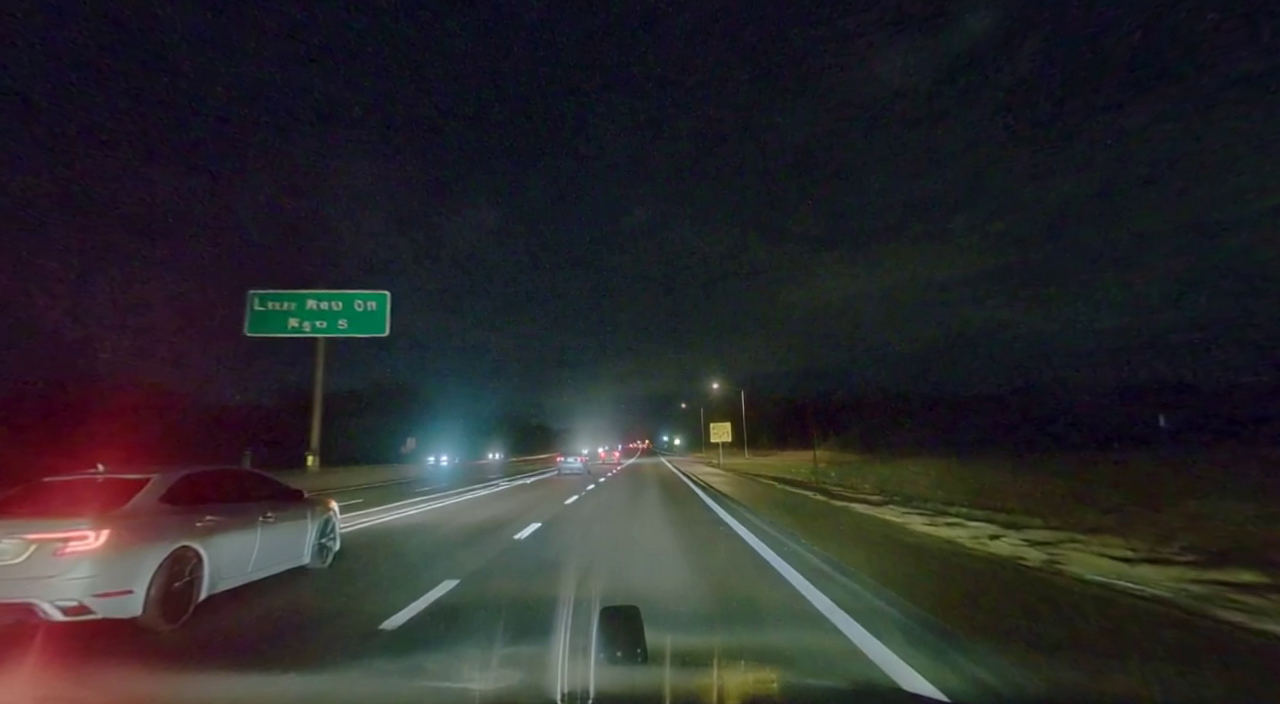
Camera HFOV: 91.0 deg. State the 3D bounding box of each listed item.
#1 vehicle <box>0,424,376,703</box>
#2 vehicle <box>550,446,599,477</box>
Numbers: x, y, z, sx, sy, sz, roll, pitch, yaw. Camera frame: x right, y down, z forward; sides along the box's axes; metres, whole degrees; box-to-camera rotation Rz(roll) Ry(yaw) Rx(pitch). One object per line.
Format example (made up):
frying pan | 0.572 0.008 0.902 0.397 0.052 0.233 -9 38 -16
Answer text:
vehicle | -4.088 1.398 4.965 2.011 1.481 4.434 0 -9 1
vehicle | -3.477 5.915 34.271 2.044 1.527 4.607 0 -9 1
